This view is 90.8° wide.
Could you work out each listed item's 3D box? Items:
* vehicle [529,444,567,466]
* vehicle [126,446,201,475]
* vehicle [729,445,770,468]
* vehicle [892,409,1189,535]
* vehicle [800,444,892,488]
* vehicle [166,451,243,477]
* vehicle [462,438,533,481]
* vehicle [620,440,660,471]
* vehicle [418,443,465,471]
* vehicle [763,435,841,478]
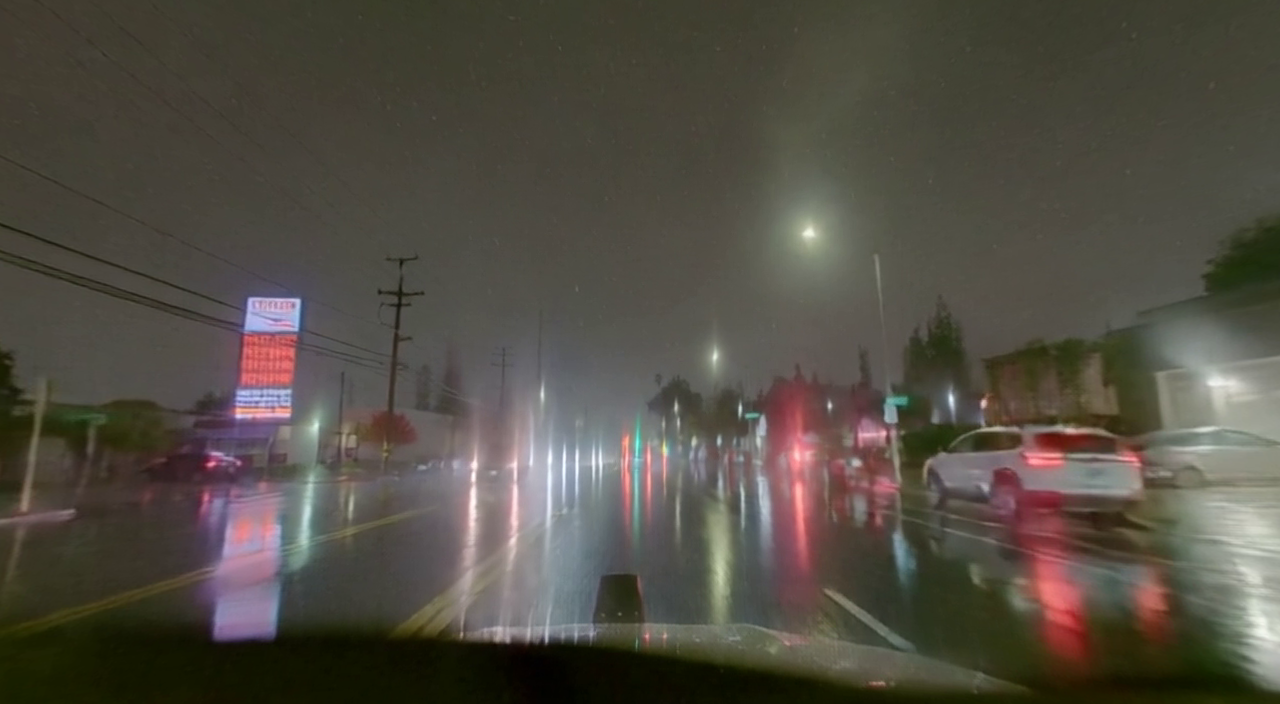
[{"bbox_3d":[-6.573,7.459,45.850,2.018,1.466,4.631,0,-8,1],"label":"vehicle"},{"bbox_3d":[-30.700,6.949,40.683,4.448,1.788,2.003,-4,-9,28],"label":"vehicle"},{"bbox_3d":[7.614,7.260,44.245,1.936,1.479,4.736,0,-8,-1],"label":"vehicle"},{"bbox_3d":[7.675,2.366,13.253,2.370,2.022,5.918,0,-8,0],"label":"vehicle"},{"bbox_3d":[7.752,4.312,24.276,1.833,1.475,4.648,0,-8,-2],"label":"vehicle"},{"bbox_3d":[-26.347,6.723,38.203,4.391,1.435,2.011,-5,-9,29],"label":"vehicle"},{"bbox_3d":[-6.140,4.647,27.757,2.096,1.702,4.244,0,-8,0],"label":"vehicle"},{"bbox_3d":[-0.041,5.598,34.384,2.067,1.547,4.513,0,-8,-1],"label":"vehicle"},{"bbox_3d":[-14.518,7.689,46.499,1.981,1.761,4.652,-2,-7,0],"label":"vehicle"},{"bbox_3d":[7.673,4.982,30.542,2.188,1.903,5.324,0,-8,-2],"label":"vehicle"}]
